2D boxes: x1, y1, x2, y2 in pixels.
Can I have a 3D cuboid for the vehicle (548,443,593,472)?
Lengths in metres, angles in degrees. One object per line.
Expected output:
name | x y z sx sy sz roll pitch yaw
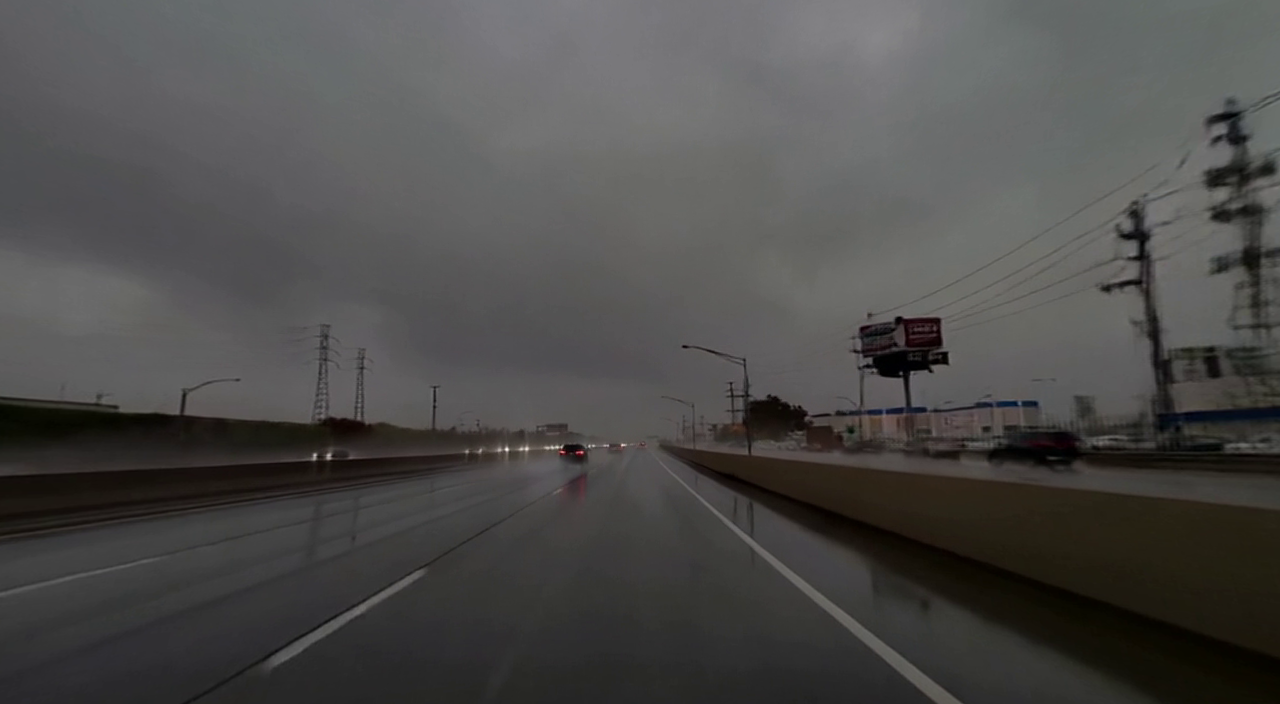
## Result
vehicle | -3.773 5.812 35.173 1.940 1.479 4.545 0 -9 1

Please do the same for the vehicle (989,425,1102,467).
vehicle | 19.015 4.444 29.962 2.037 1.794 4.897 0 -9 0

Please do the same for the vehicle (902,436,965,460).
vehicle | 19.076 6.289 41.291 1.826 1.487 4.419 0 -9 -3
